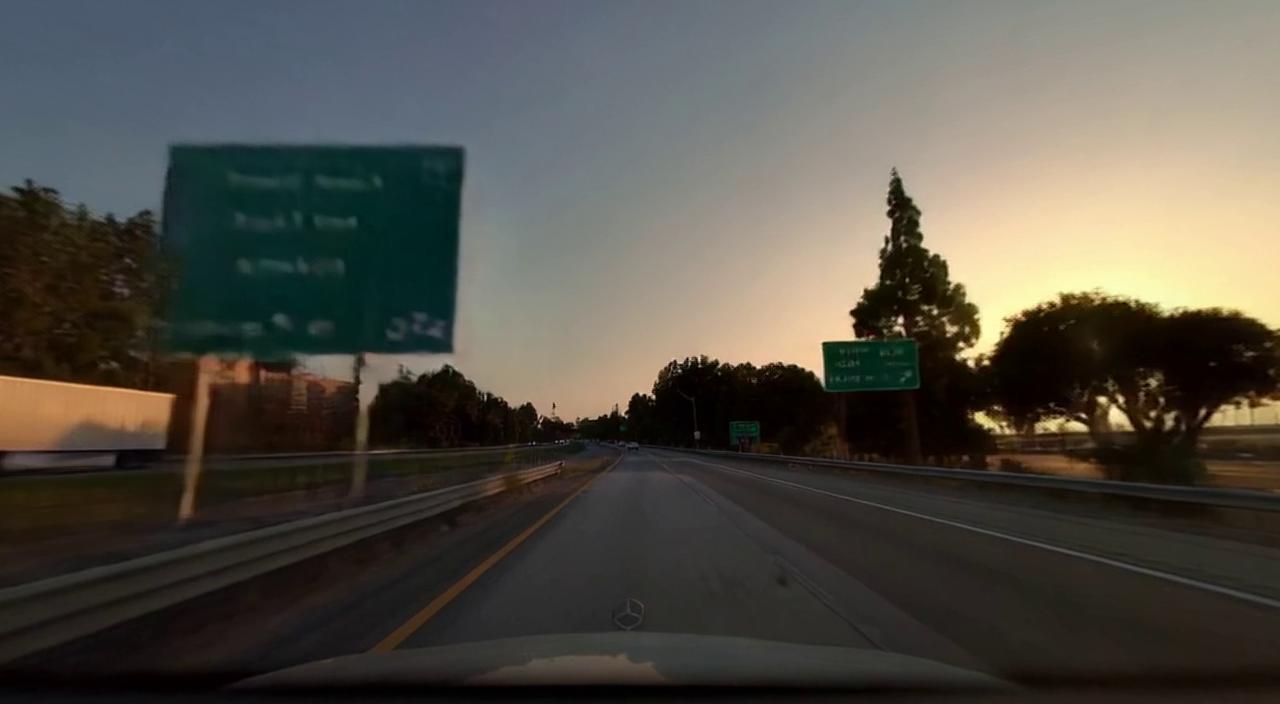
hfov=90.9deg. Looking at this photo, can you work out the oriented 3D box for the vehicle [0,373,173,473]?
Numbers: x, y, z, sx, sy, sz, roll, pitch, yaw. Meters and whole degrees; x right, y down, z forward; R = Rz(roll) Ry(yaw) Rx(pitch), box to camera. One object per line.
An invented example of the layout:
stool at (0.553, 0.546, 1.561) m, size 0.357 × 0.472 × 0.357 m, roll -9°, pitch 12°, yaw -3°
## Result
vehicle at (-28.477, 3.175, 27.709) m, size 2.960 × 4.169 × 16.960 m, roll 0°, pitch -8°, yaw 0°
